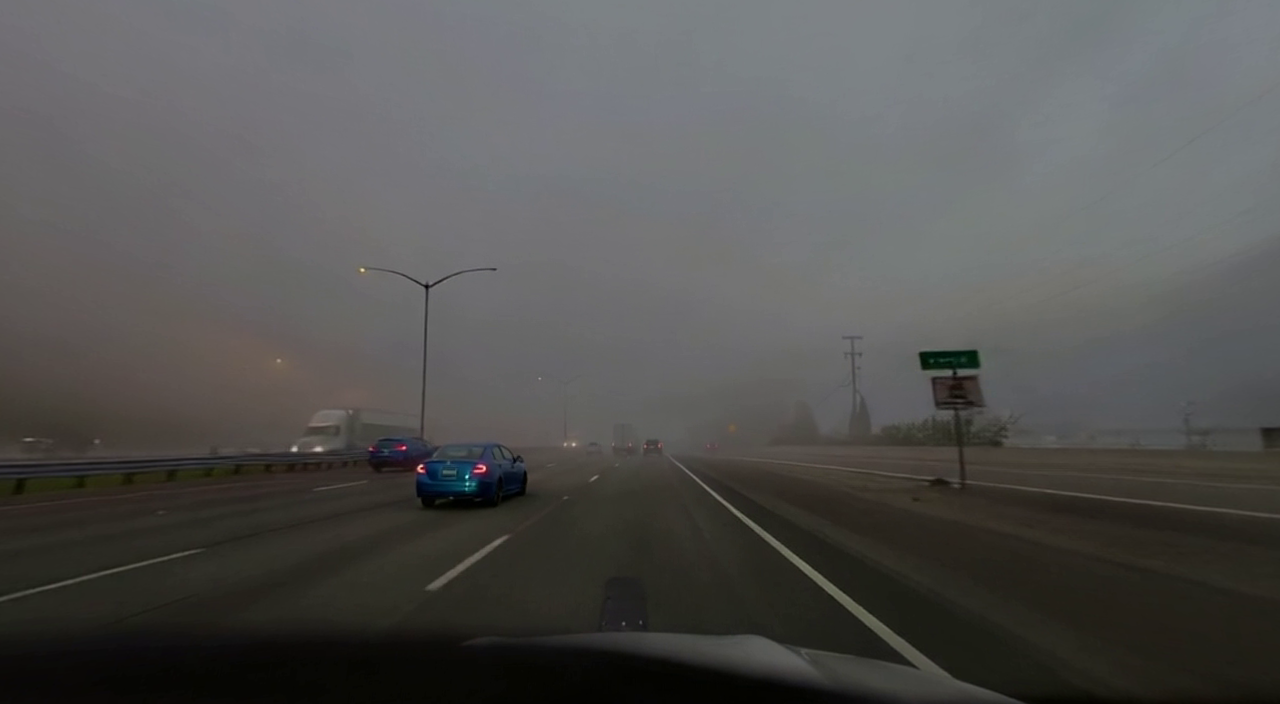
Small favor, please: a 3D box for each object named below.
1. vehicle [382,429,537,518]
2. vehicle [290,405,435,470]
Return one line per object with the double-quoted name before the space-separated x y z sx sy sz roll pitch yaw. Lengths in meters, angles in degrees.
"vehicle" -3.431 2.374 12.776 1.953 1.511 3.704 -1 -8 2
"vehicle" -17.567 5.719 41.790 2.945 3.489 14.127 -1 -8 2
